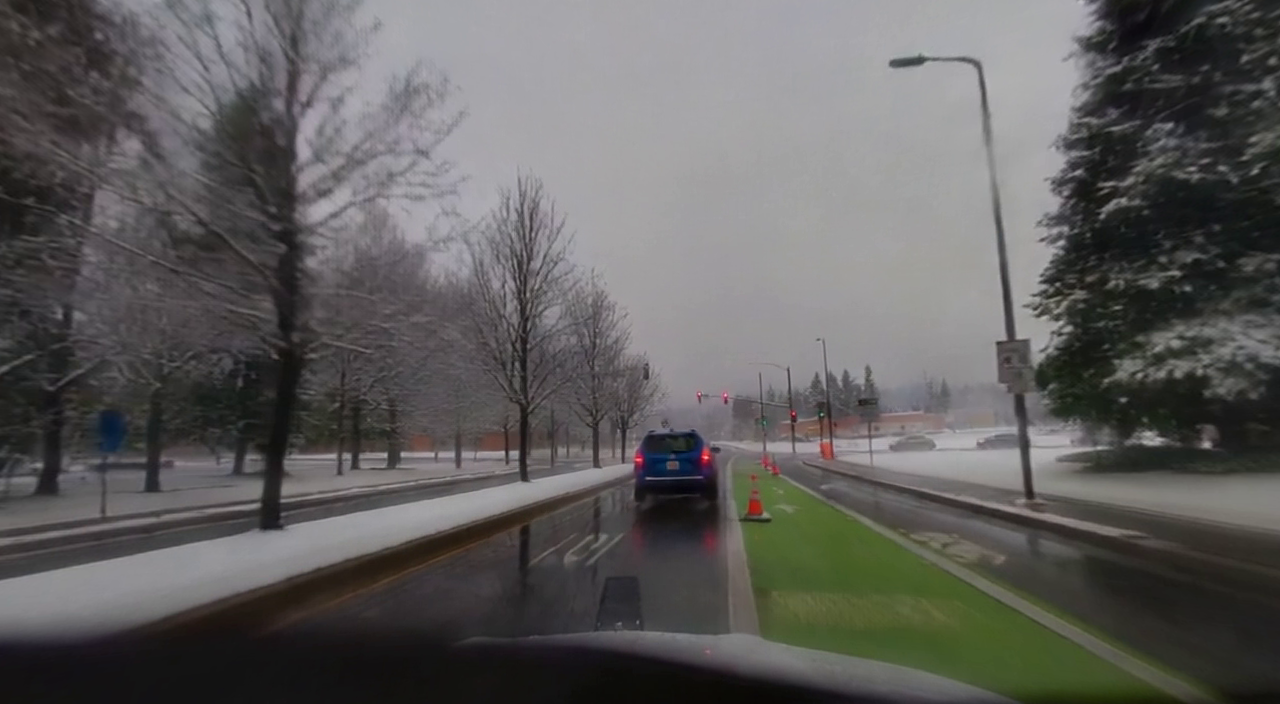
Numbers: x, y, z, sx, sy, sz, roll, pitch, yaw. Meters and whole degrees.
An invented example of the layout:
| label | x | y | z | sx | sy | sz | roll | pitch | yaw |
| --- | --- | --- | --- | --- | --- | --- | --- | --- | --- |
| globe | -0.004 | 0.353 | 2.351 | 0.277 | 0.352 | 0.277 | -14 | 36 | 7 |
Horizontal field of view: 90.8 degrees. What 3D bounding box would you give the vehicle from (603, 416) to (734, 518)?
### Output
| label | x | y | z | sx | sy | sz | roll | pitch | yaw |
| --- | --- | --- | --- | --- | --- | --- | --- | --- | --- |
| vehicle | 0.779 | 2.409 | 13.654 | 2.339 | 1.790 | 4.629 | -1 | -9 | 7 |
